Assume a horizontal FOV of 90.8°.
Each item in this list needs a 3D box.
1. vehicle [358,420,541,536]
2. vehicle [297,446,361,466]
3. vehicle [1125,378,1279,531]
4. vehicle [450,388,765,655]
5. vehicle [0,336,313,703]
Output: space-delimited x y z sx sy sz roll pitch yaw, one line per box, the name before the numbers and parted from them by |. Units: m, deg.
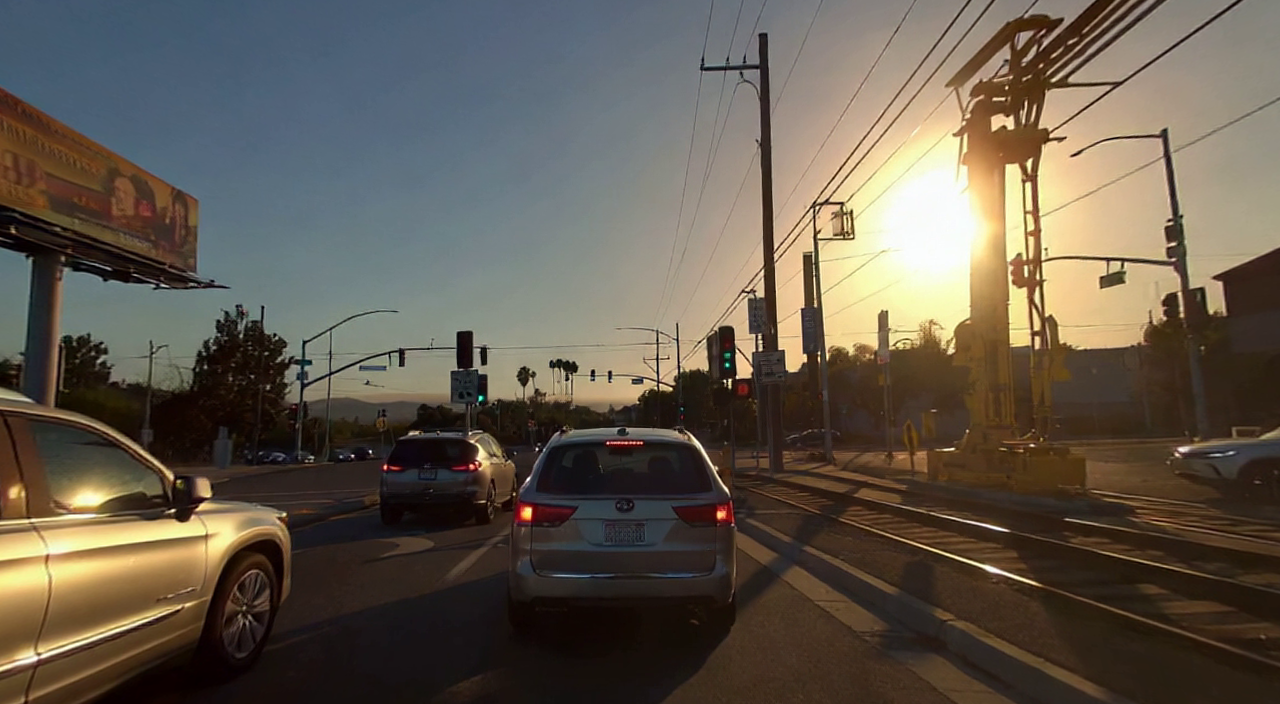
vehicle | -3.145 2.183 11.506 1.988 1.678 4.317 0 -9 0
vehicle | -24.193 8.065 49.086 4.357 1.444 1.842 -3 -9 19
vehicle | 9.615 1.312 8.182 5.060 1.702 2.033 1 -9 -4
vehicle | -0.212 1.371 5.990 2.025 1.723 3.644 0 -9 0
vehicle | -3.931 0.862 2.969 2.052 1.814 5.184 0 -9 -1
